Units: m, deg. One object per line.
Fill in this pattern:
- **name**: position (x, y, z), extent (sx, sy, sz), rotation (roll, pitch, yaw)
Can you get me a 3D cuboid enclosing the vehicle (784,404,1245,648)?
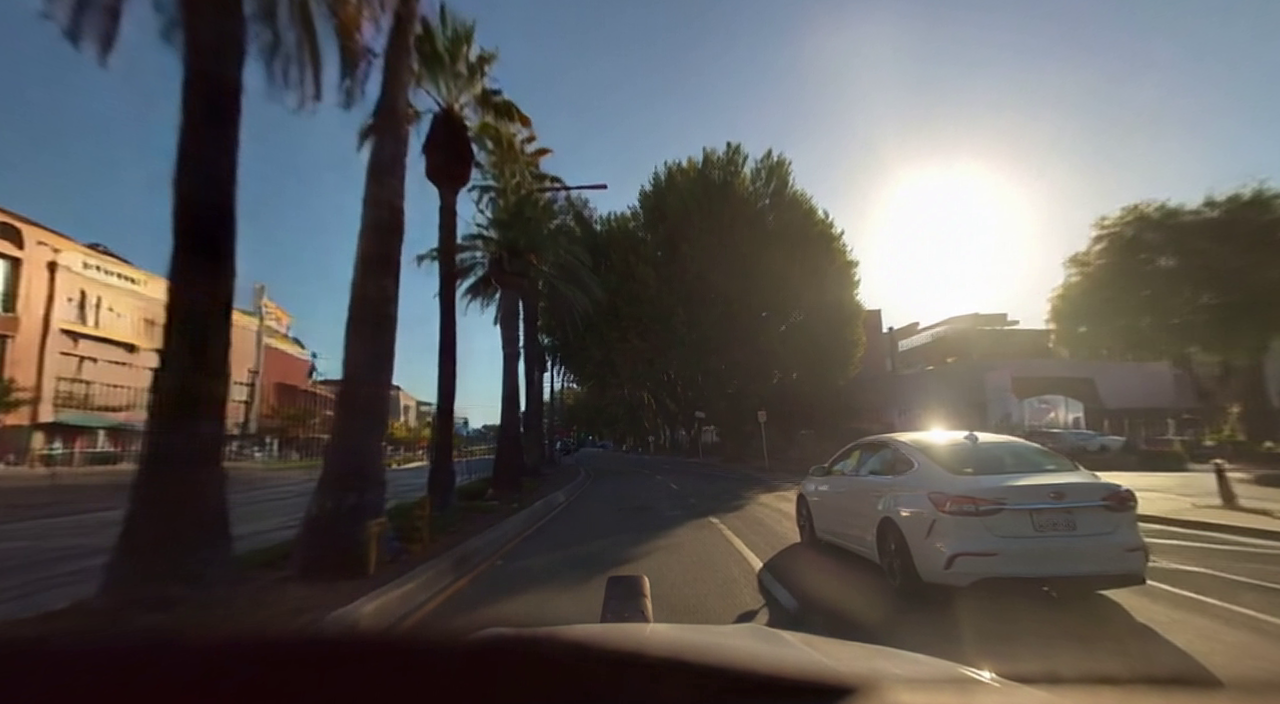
- **vehicle**: position (2.932, 1.439, 6.298), extent (1.867, 1.554, 4.301), rotation (0, -8, -1)
